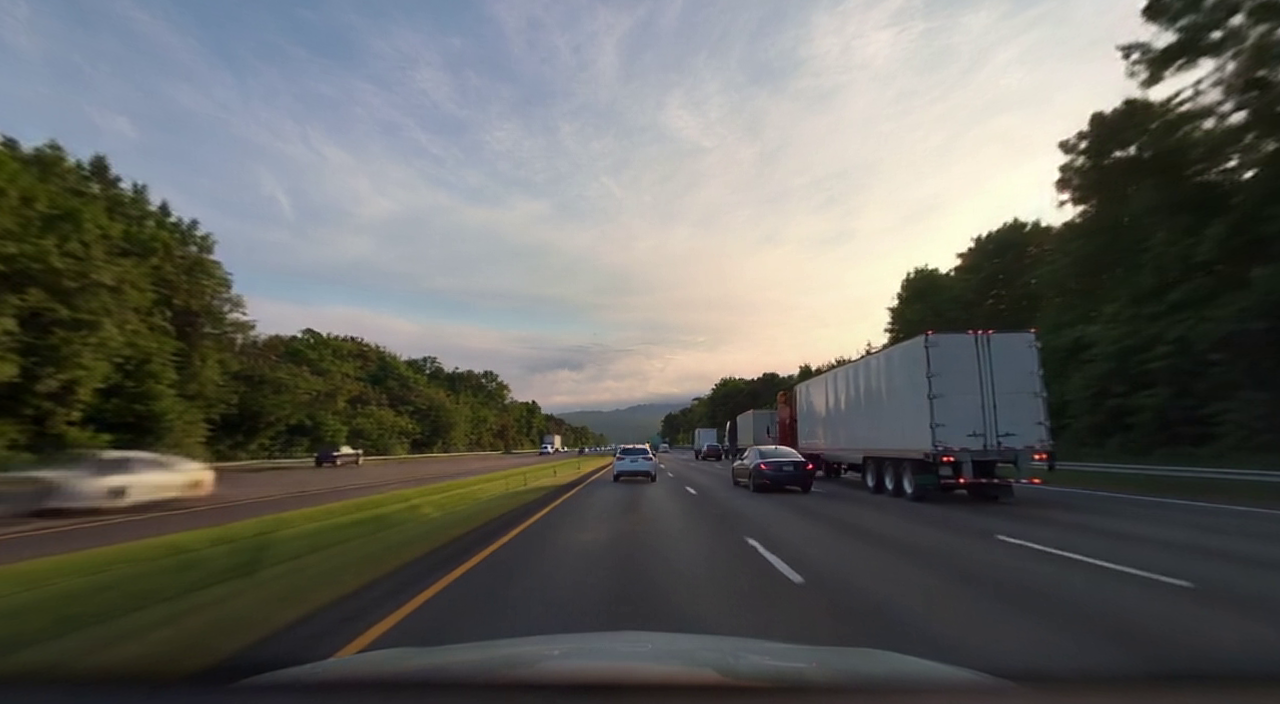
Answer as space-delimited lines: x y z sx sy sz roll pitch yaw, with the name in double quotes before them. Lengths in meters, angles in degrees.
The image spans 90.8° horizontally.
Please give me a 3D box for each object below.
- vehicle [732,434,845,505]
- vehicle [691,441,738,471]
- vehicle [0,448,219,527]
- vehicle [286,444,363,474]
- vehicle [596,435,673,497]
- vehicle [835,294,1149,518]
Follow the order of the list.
"vehicle" 3.672 2.967 16.328 1.920 1.594 3.867 0 -9 -1
"vehicle" 4.192 5.941 36.161 2.150 1.632 4.260 0 -9 -1
"vehicle" -12.070 2.941 14.289 2.189 1.486 4.091 0 -9 1
"vehicle" -19.192 6.529 38.705 2.139 1.674 4.733 -1 -9 2
"vehicle" -0.128 3.280 18.449 2.023 1.618 3.628 0 -9 1
"vehicle" 7.624 1.572 15.686 2.823 4.063 8.485 0 -9 0
